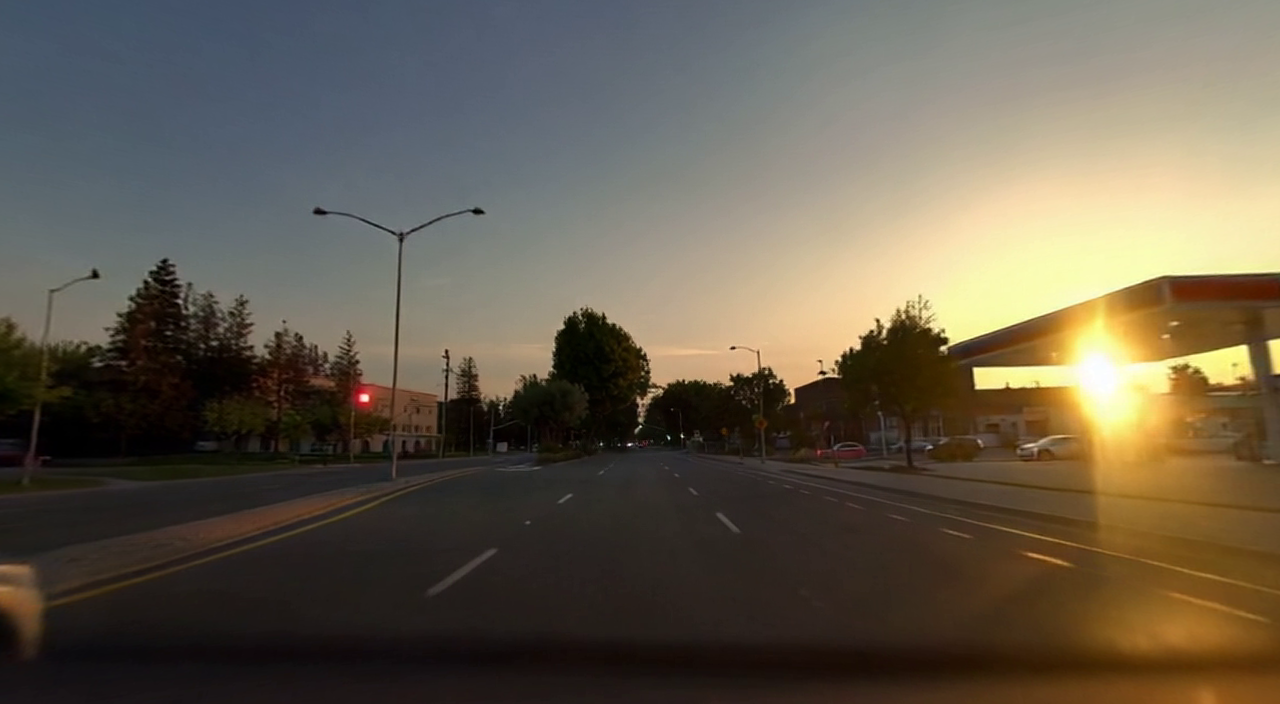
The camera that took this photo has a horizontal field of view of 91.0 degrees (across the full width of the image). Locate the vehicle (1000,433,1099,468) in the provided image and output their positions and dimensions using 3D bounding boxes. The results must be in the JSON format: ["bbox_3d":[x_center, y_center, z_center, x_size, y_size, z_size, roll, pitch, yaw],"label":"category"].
[{"bbox_3d":[23.232,5.597,35.962,2.302,1.795,4.724,-2,-8,-2],"label":"vehicle"}]
